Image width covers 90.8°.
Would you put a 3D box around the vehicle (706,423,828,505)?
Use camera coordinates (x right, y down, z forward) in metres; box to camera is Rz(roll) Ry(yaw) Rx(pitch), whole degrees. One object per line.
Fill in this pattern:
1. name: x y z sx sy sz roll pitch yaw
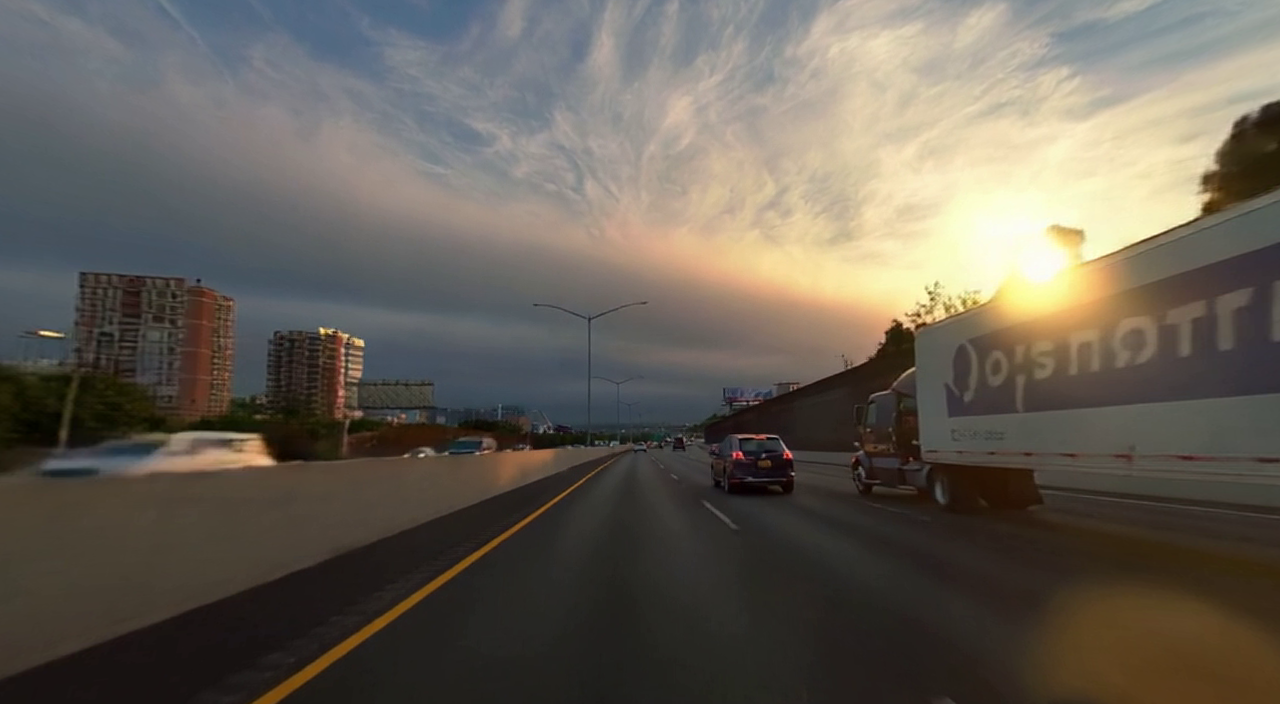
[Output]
1. vehicle: 2.906 2.688 15.555 1.973 1.710 4.476 0 -9 -1

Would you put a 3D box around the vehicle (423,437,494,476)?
1. vehicle: -7.344 4.281 25.954 1.808 1.468 3.541 0 -9 1

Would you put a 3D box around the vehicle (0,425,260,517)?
1. vehicle: -10.979 2.531 13.956 2.018 1.637 5.003 0 -9 0

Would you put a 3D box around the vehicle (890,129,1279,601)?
1. vehicle: 6.994 0.225 6.269 2.864 4.060 14.637 0 -9 -1
